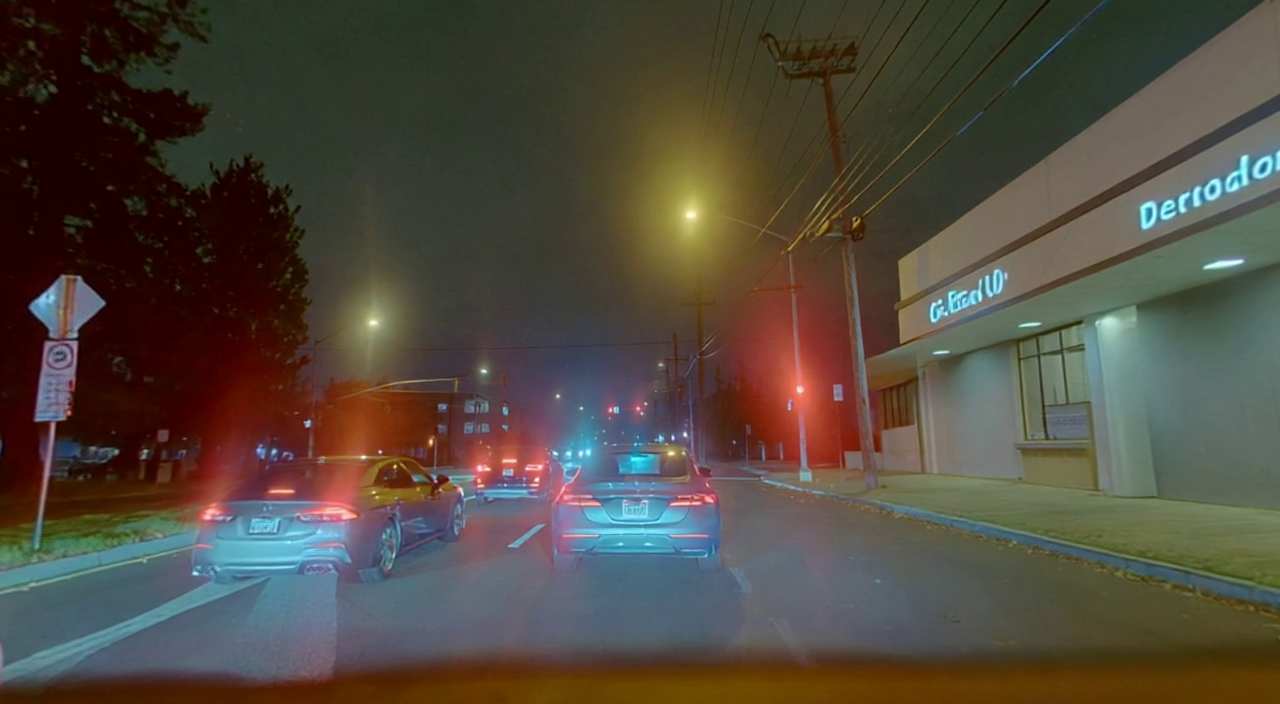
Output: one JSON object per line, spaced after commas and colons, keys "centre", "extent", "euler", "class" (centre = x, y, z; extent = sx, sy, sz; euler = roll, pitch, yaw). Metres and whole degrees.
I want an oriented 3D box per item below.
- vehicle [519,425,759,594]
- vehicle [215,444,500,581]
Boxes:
{"centre": [-0.016, 1.683, 7.577], "extent": [2.101, 1.469, 3.955], "euler": [0, -9, 0], "class": "vehicle"}
{"centre": [-3.212, 1.871, 8.206], "extent": [1.765, 1.319, 4.013], "euler": [0, -9, 2], "class": "vehicle"}
